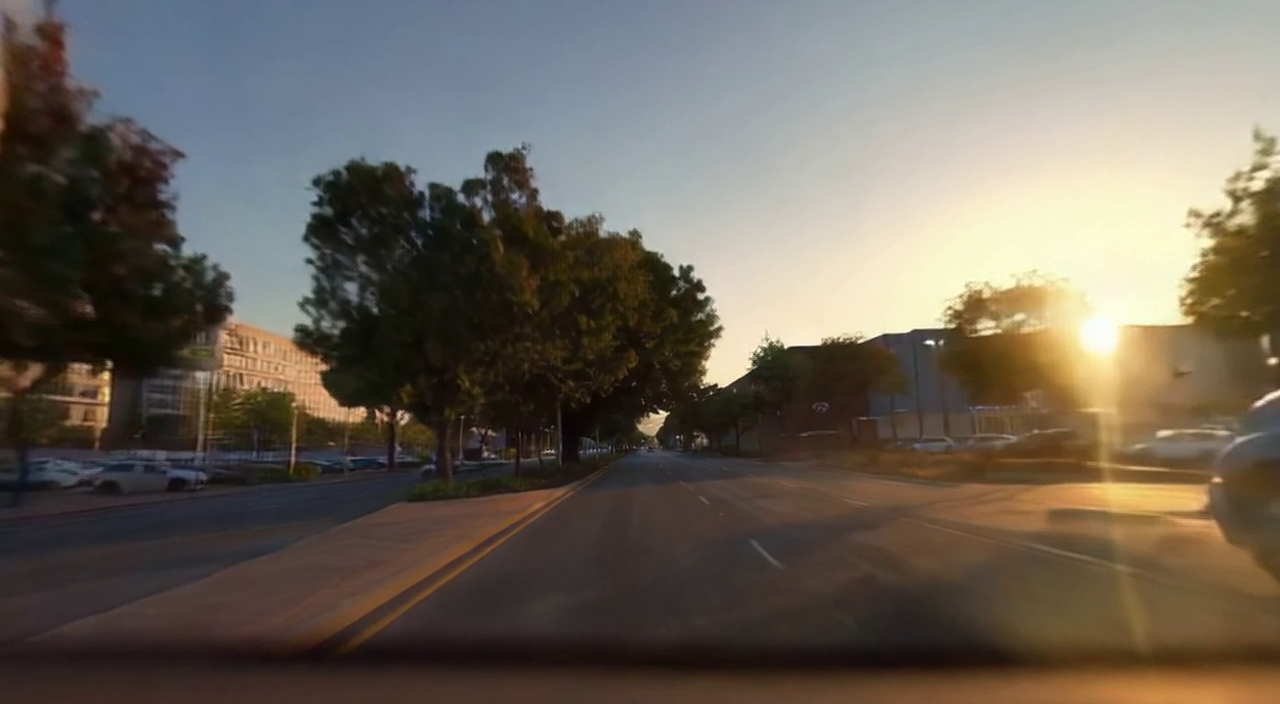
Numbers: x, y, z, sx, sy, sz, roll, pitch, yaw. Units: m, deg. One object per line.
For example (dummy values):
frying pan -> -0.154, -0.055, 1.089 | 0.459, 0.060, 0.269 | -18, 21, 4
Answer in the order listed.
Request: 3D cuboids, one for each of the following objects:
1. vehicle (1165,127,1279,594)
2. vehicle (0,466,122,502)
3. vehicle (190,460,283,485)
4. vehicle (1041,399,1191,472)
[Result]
vehicle -> 6.864, -0.677, 0.354 | 3.120, 3.794, 11.510 | 0, -9, 0
vehicle -> -27.663, 6.258, 30.257 | 4.123, 1.470, 1.886 | 5, -10, -33
vehicle -> -26.530, 7.900, 41.725 | 4.810, 1.465, 2.056 | 3, -9, -22
vehicle -> 25.570, 4.647, 34.521 | 2.718, 3.538, 7.077 | -1, -9, 2
